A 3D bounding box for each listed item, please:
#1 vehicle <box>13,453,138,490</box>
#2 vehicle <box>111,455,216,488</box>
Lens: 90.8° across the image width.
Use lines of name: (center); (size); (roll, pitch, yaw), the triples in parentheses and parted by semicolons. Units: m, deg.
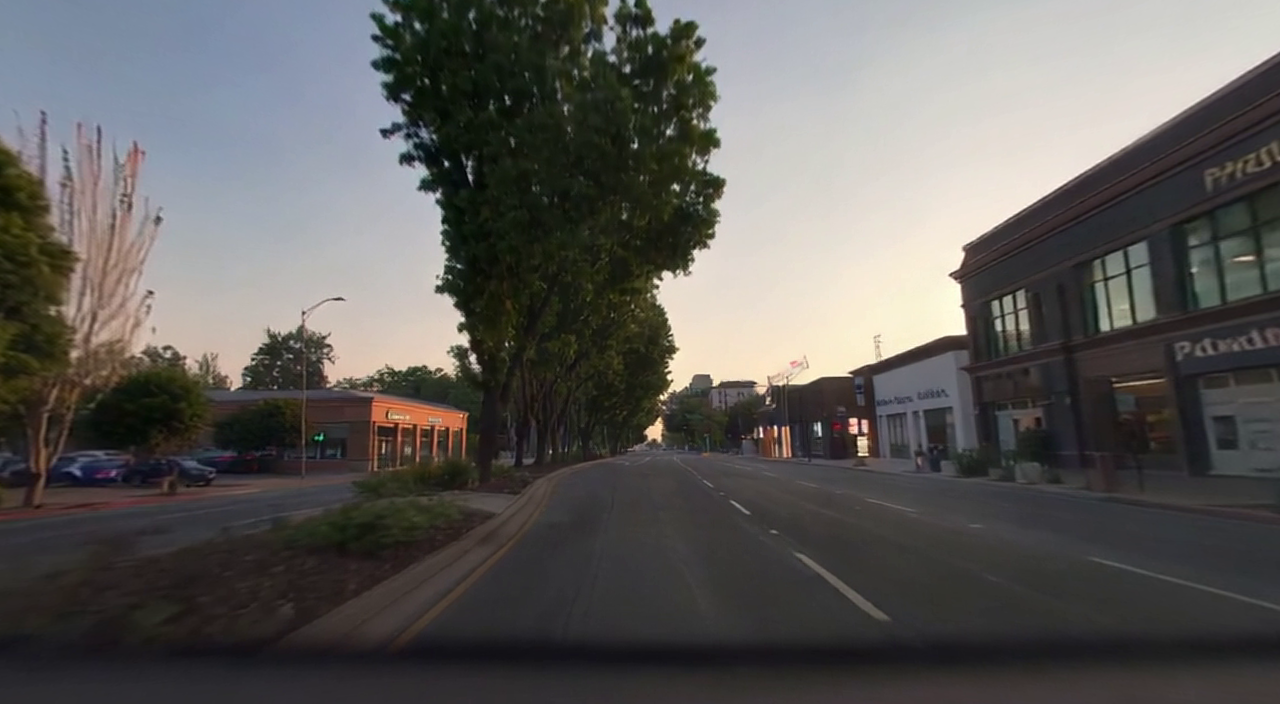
vehicle: (-29.700, 6.263, 33.477); (2.101, 1.733, 4.689); (0, -8, 3)
vehicle: (-24.854, 6.208, 33.189); (1.908, 1.502, 4.584); (0, -8, 1)
